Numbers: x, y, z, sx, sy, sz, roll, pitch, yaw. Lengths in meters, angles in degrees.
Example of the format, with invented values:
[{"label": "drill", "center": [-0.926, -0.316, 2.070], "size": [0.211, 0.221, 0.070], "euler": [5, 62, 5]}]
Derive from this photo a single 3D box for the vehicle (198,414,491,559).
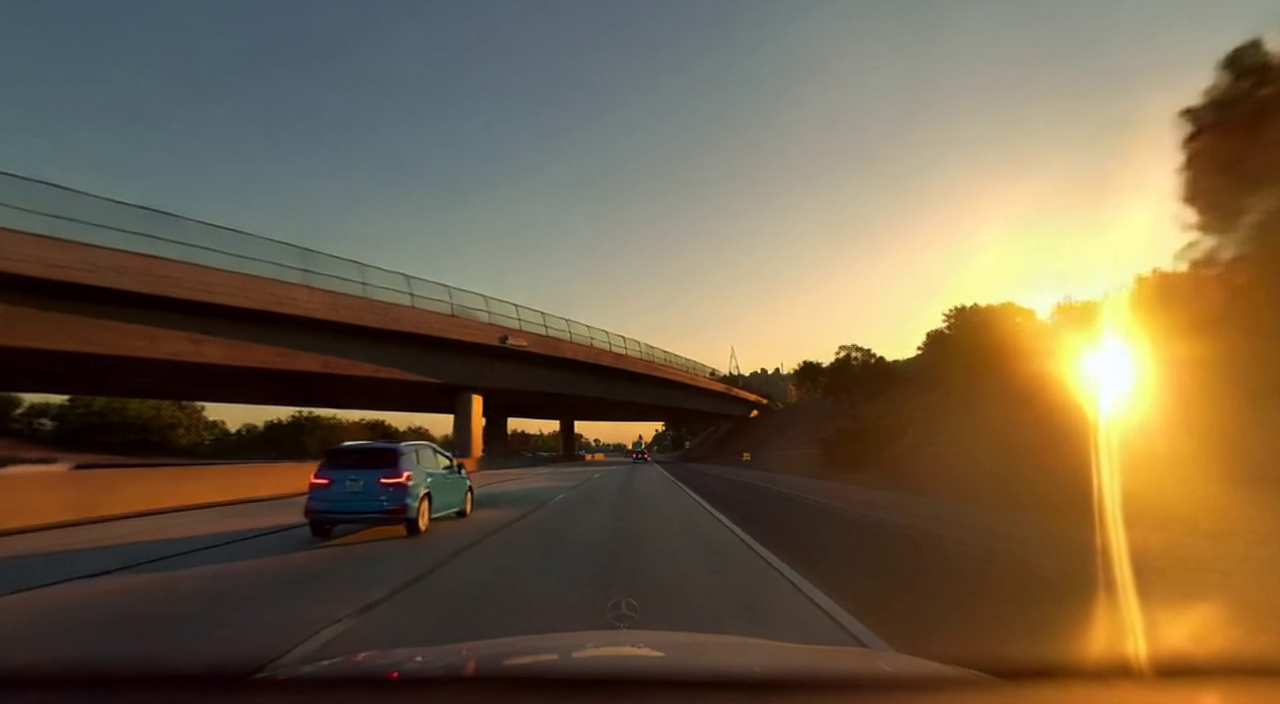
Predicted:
[{"label": "vehicle", "center": [-4.216, 2.028, 10.284], "size": [2.272, 1.759, 5.058], "euler": [0, -9, 0]}]
